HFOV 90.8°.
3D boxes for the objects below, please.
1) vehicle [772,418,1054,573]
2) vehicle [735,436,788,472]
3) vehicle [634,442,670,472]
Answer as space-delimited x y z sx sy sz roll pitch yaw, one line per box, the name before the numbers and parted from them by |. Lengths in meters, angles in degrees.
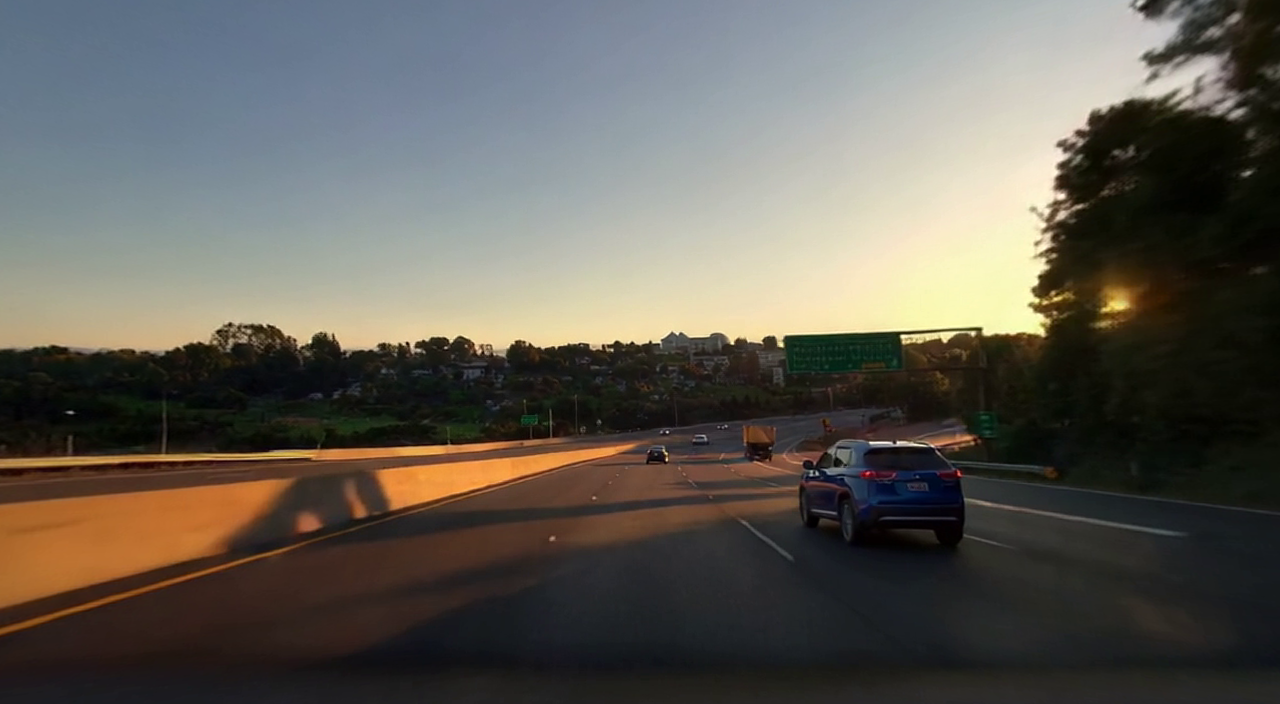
vehicle | 3.434 1.892 9.111 2.097 1.659 4.320 0 -9 0
vehicle | 8.023 6.819 42.368 2.526 2.230 6.190 -1 -9 2
vehicle | 0.827 6.752 40.882 2.181 1.768 4.383 -1 -9 3
